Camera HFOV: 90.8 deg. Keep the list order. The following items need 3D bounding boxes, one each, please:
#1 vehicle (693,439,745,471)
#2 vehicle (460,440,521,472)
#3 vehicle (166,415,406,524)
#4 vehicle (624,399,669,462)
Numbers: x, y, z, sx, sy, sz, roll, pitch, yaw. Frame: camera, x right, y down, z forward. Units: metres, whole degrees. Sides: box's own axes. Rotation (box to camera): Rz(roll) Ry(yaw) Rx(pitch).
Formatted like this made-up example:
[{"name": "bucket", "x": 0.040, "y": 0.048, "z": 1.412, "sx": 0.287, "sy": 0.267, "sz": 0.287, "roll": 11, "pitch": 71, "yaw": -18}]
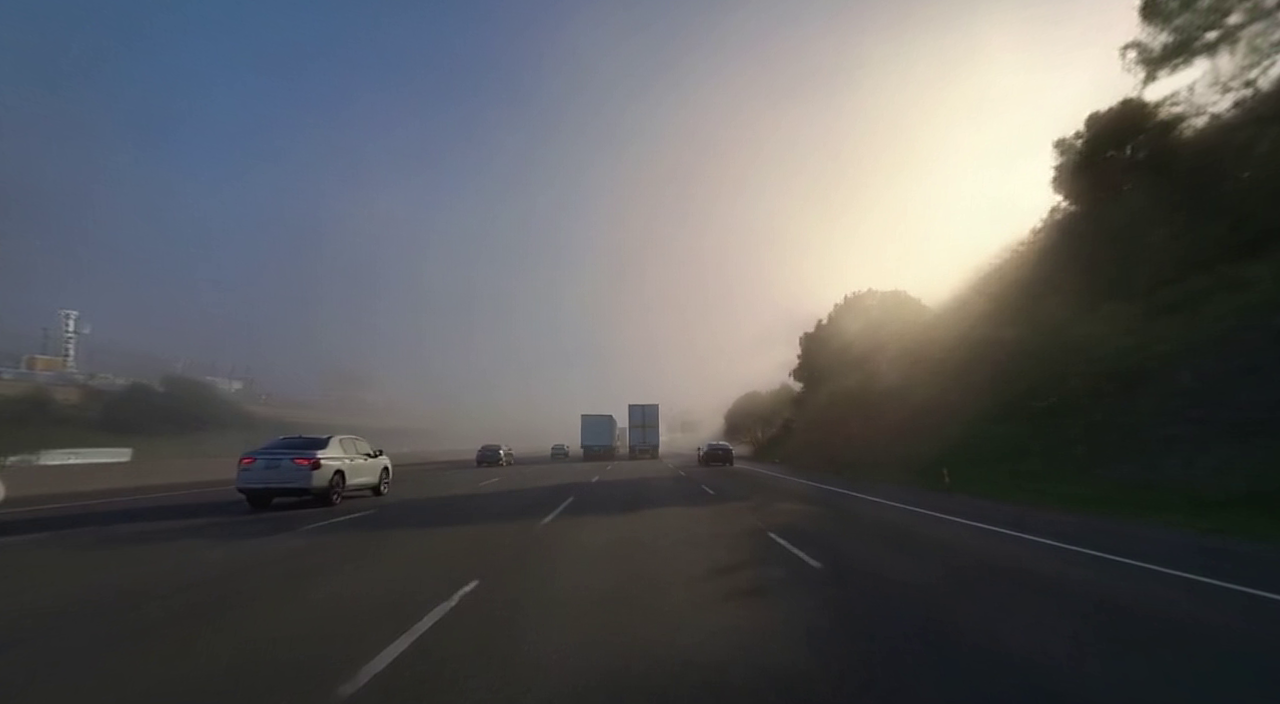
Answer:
[{"name": "vehicle", "x": 3.904, "y": 5.152, "z": 31.788, "sx": 2.006, "sy": 1.452, "sz": 4.246, "roll": 0, "pitch": -8, "yaw": -1}, {"name": "vehicle", "x": -7.428, "y": 5.215, "z": 31.845, "sx": 1.891, "sy": 1.460, "sz": 4.506, "roll": 0, "pitch": -8, "yaw": 1}, {"name": "vehicle", "x": -6.616, "y": 2.244, "z": 12.563, "sx": 2.122, "sy": 1.754, "sz": 4.379, "roll": 0, "pitch": -8, "yaw": 1}, {"name": "vehicle", "x": 0.368, "y": 5.986, "z": 47.316, "sx": 2.969, "sy": 4.104, "sz": 10.906, "roll": 0, "pitch": -8, "yaw": 0}]
